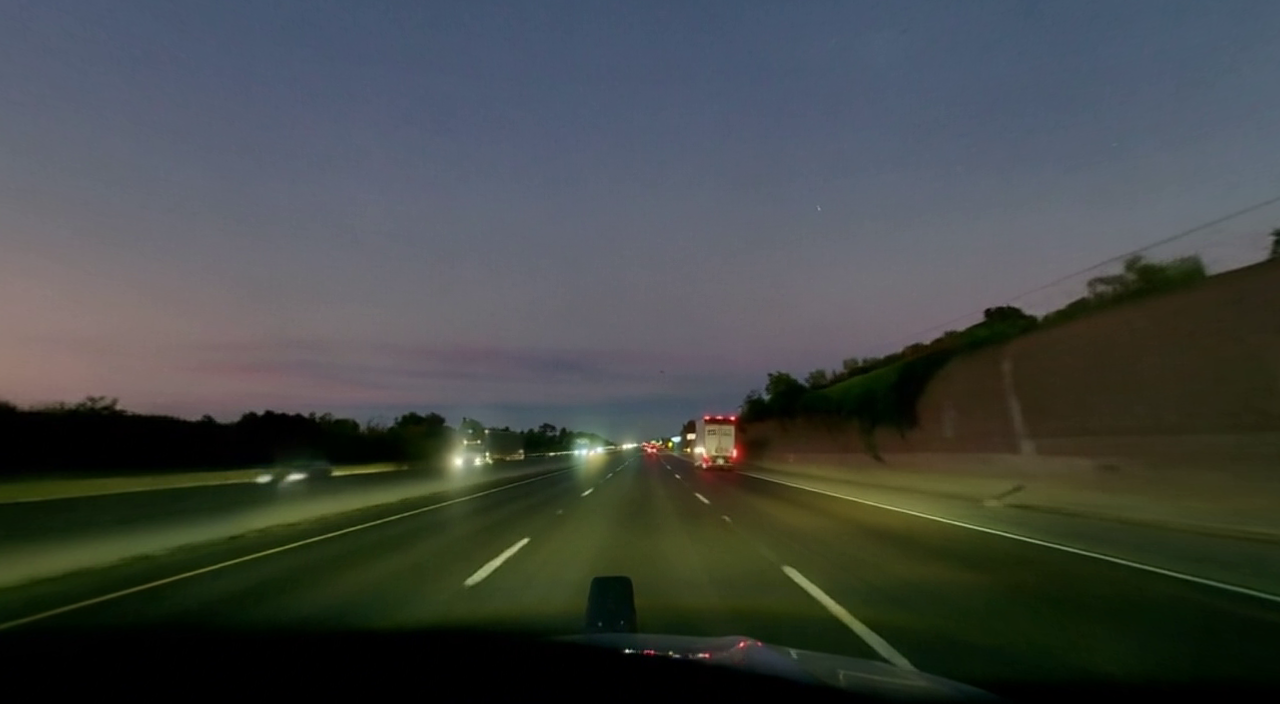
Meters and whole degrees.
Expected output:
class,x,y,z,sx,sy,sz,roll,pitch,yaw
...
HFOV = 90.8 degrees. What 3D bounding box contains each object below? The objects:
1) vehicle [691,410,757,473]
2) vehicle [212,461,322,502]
class,x,y,z,sx,sy,sz,roll,pitch,yaw
vehicle,4.786,5.368,37.431,2.771,3.313,8.121,0,-9,0
vehicle,-15.119,5.248,25.895,1.792,1.467,4.397,0,-9,0
